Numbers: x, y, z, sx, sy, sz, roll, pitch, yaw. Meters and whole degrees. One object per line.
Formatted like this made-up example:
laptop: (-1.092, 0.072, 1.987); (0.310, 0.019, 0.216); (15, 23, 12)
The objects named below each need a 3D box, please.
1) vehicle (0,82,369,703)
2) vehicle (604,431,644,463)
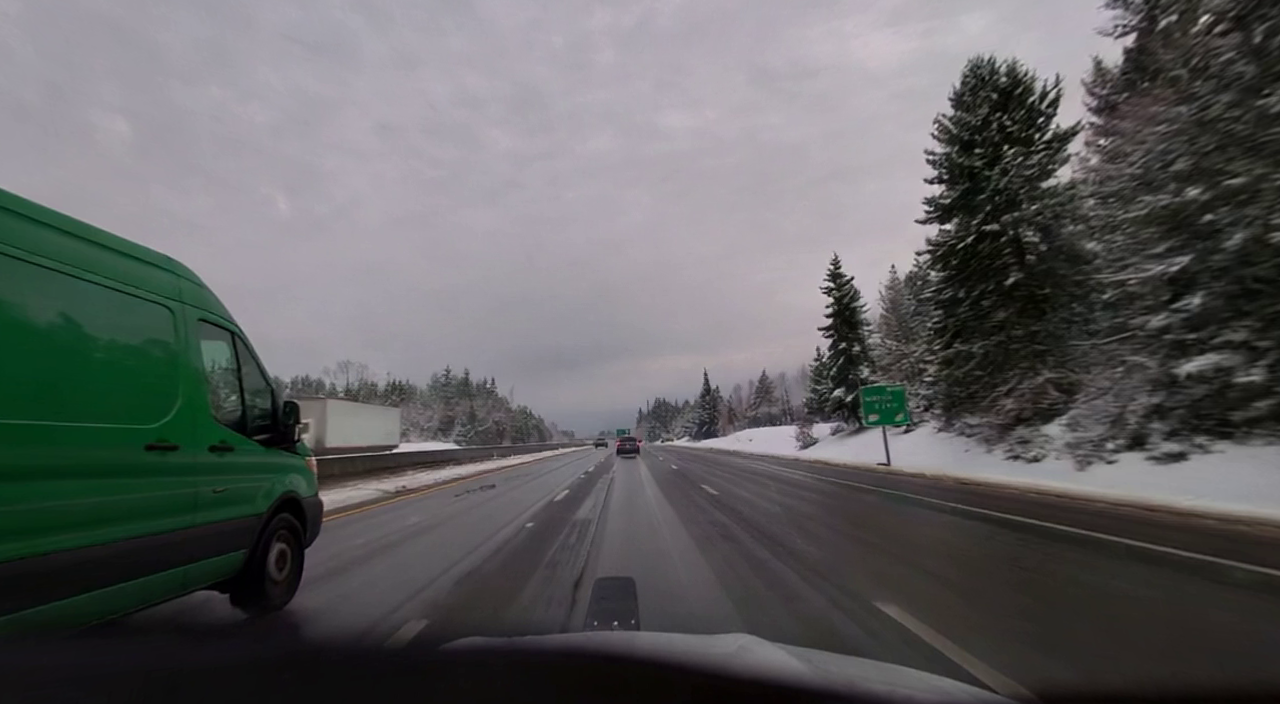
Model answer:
vehicle: (-3.514, 0.356, 2.427); (2.424, 2.577, 5.828); (0, -8, -1)
vehicle: (-0.870, 5.210, 34.741); (2.104, 1.646, 4.176); (0, -8, -1)
